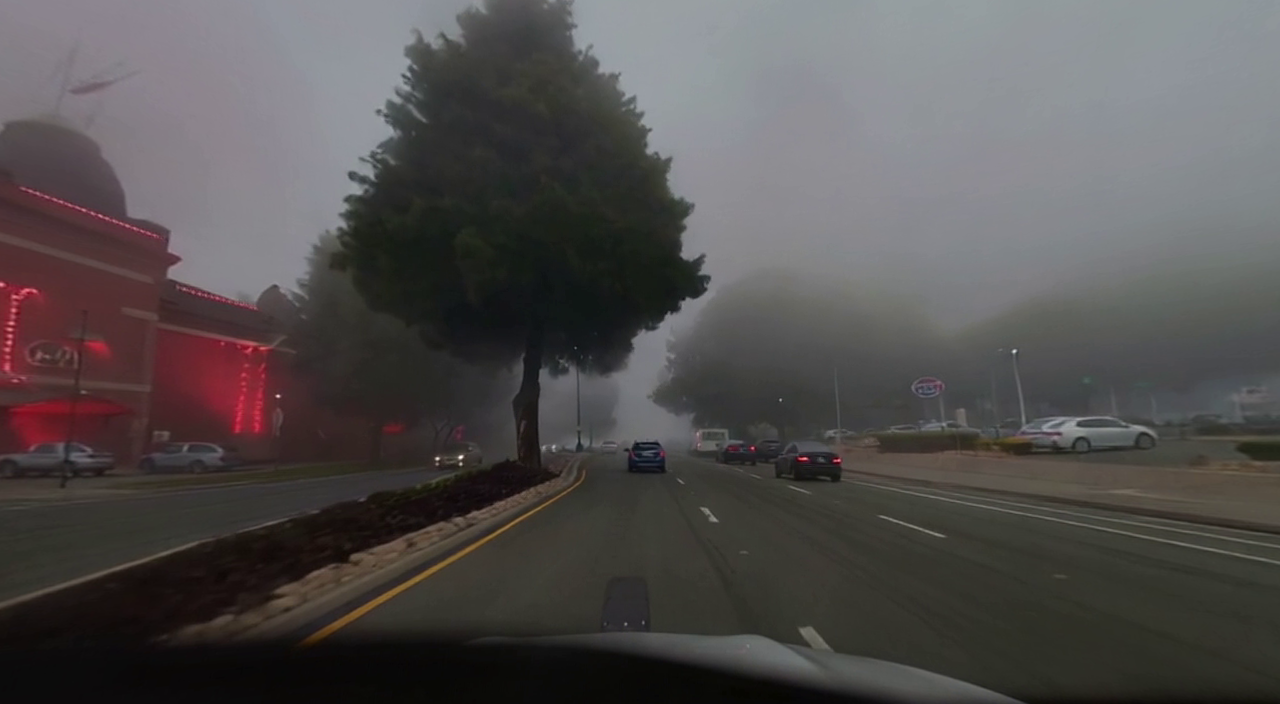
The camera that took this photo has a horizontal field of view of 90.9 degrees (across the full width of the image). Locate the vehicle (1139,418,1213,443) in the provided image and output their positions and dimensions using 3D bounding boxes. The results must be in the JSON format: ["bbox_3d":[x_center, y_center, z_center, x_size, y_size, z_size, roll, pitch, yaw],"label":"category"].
[{"bbox_3d":[33.052,4.882,39.013,1.797,1.426,4.346,-3,-9,17],"label":"vehicle"}]

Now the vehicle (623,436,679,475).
[{"bbox_3d":[0.357,4.232,26.027,2.091,1.472,4.697,0,-8,-1],"label":"vehicle"}]

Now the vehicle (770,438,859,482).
[{"bbox_3d":[6.499,4.057,24.029,2.016,1.479,4.532,0,-8,-1],"label":"vehicle"}]

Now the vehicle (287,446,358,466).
[{"bbox_3d":[-24.356,7.968,48.421,4.392,1.453,1.855,0,-8,-1],"label":"vehicle"}]

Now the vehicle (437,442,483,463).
[{"bbox_3d":[-13.476,7.563,47.430,2.005,1.482,4.491,0,-8,1],"label":"vehicle"}]

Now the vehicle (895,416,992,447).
[{"bbox_3d":[19.496,5.156,40.649,5.117,1.905,2.075,0,-8,0],"label":"vehicle"}]

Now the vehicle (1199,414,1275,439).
[{"bbox_3d":[40.168,5.080,42.540,1.826,1.494,4.580,-3,-9,18],"label":"vehicle"}]

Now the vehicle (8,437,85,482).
[{"bbox_3d":[-28.932,5.166,30.661,5.346,1.985,2.207,-8,-11,42],"label":"vehicle"}]

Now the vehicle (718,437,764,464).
[{"bbox_3d":[6.518,6.429,41.246,2.105,1.646,4.612,0,-8,-2],"label":"vehicle"}]

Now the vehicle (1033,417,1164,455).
[{"bbox_3d":[19.568,3.617,27.040,4.059,1.563,1.995,0,-8,-2],"label":"vehicle"}]

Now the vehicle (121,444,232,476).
[{"bbox_3d":[-26.896,6.264,36.697,4.853,1.788,2.059,0,-8,1],"label":"vehicle"}]
